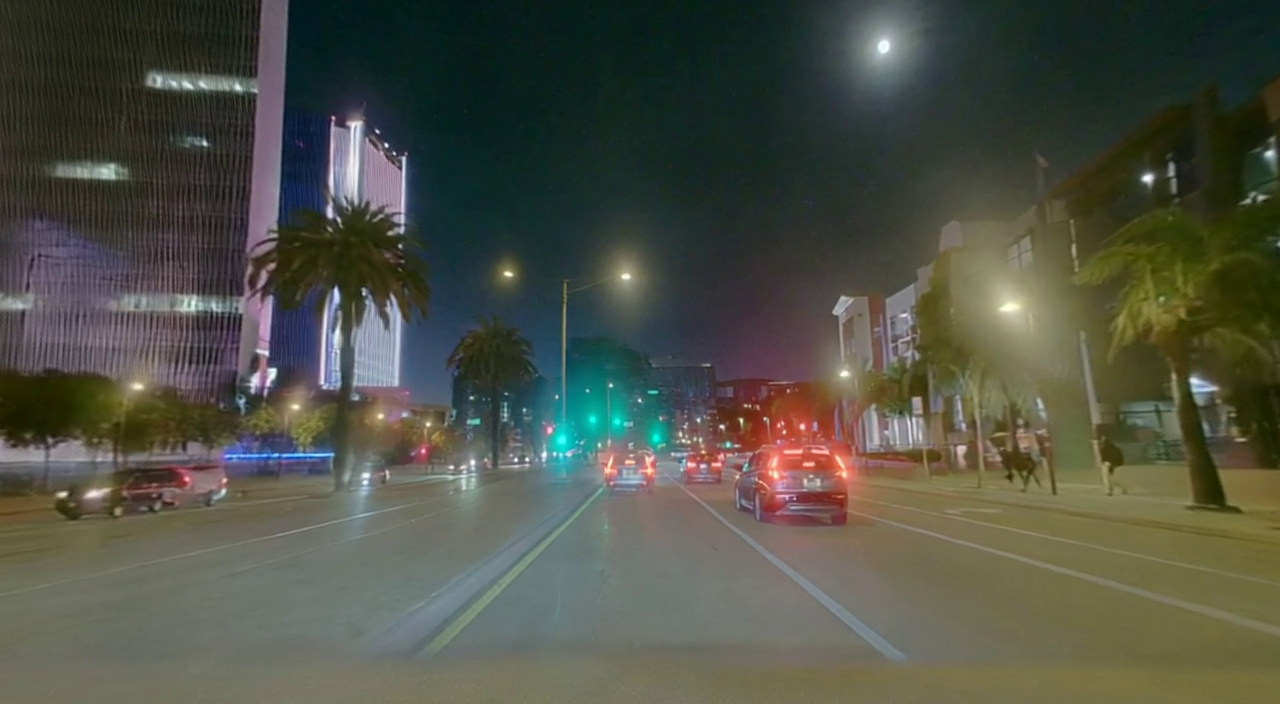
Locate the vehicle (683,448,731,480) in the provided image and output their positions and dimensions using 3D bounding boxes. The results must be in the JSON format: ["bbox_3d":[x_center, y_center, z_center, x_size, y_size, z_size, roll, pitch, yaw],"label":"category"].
[{"bbox_3d":[3.340,5.660,31.982,2.115,1.500,3.524,0,-9,1],"label":"vehicle"}]

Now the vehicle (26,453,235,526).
[{"bbox_3d":[-14.693,3.937,18.670,2.104,1.802,4.852,0,-9,0],"label":"vehicle"}]

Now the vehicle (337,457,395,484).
[{"bbox_3d":[-17.913,7.723,41.308,1.887,1.569,4.014,0,-9,2],"label":"vehicle"}]

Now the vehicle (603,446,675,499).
[{"bbox_3d":[0.012,3.783,20.124,2.077,1.518,3.760,0,-9,1],"label":"vehicle"}]

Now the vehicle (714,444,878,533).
[{"bbox_3d":[2.987,2.723,13.356,2.051,1.509,4.933,0,-9,-2],"label":"vehicle"}]
